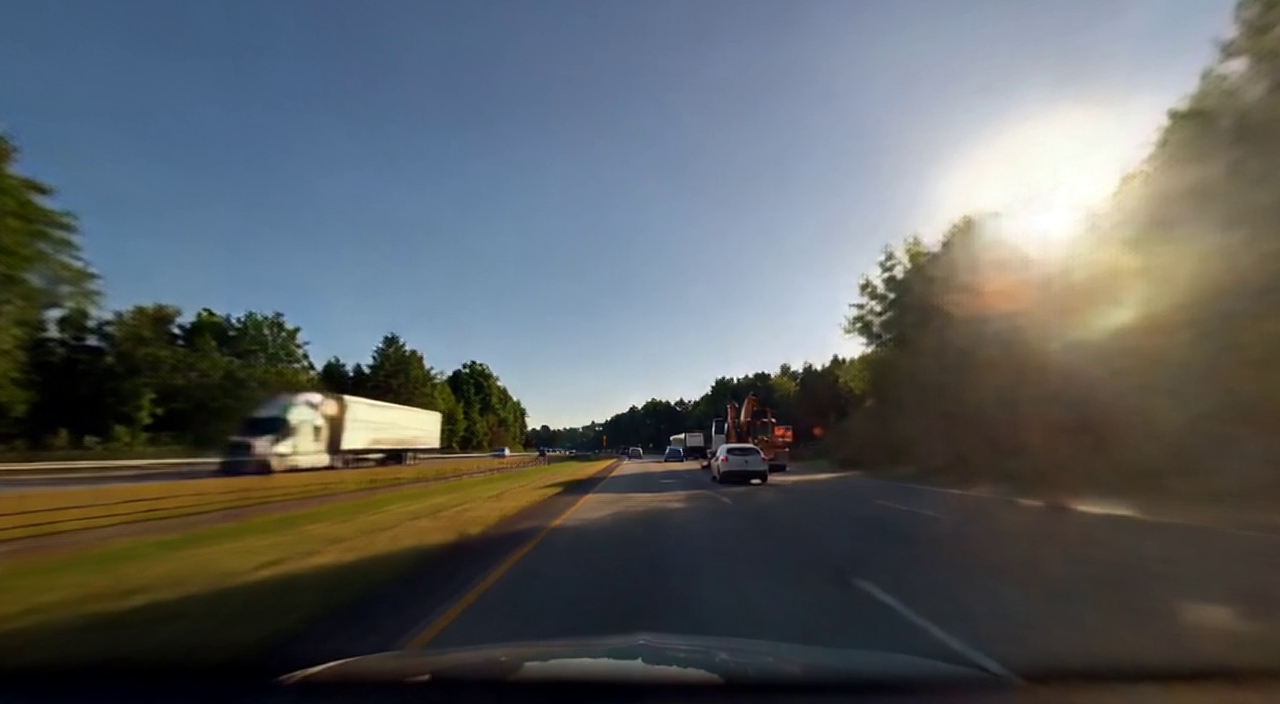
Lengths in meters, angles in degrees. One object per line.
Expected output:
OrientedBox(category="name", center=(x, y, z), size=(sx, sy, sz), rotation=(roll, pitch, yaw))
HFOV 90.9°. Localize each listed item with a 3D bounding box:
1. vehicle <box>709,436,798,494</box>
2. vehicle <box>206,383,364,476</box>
OrientedBox(category="vehicle", center=(3.547, 3.612, 20.445), size=(2.022, 1.658, 4.132), rotation=(0, -9, -1))
OrientedBox(category="vehicle", center=(-15.772, 3.624, 28.740), size=(3.199, 3.740, 6.535), rotation=(0, -9, 0))
